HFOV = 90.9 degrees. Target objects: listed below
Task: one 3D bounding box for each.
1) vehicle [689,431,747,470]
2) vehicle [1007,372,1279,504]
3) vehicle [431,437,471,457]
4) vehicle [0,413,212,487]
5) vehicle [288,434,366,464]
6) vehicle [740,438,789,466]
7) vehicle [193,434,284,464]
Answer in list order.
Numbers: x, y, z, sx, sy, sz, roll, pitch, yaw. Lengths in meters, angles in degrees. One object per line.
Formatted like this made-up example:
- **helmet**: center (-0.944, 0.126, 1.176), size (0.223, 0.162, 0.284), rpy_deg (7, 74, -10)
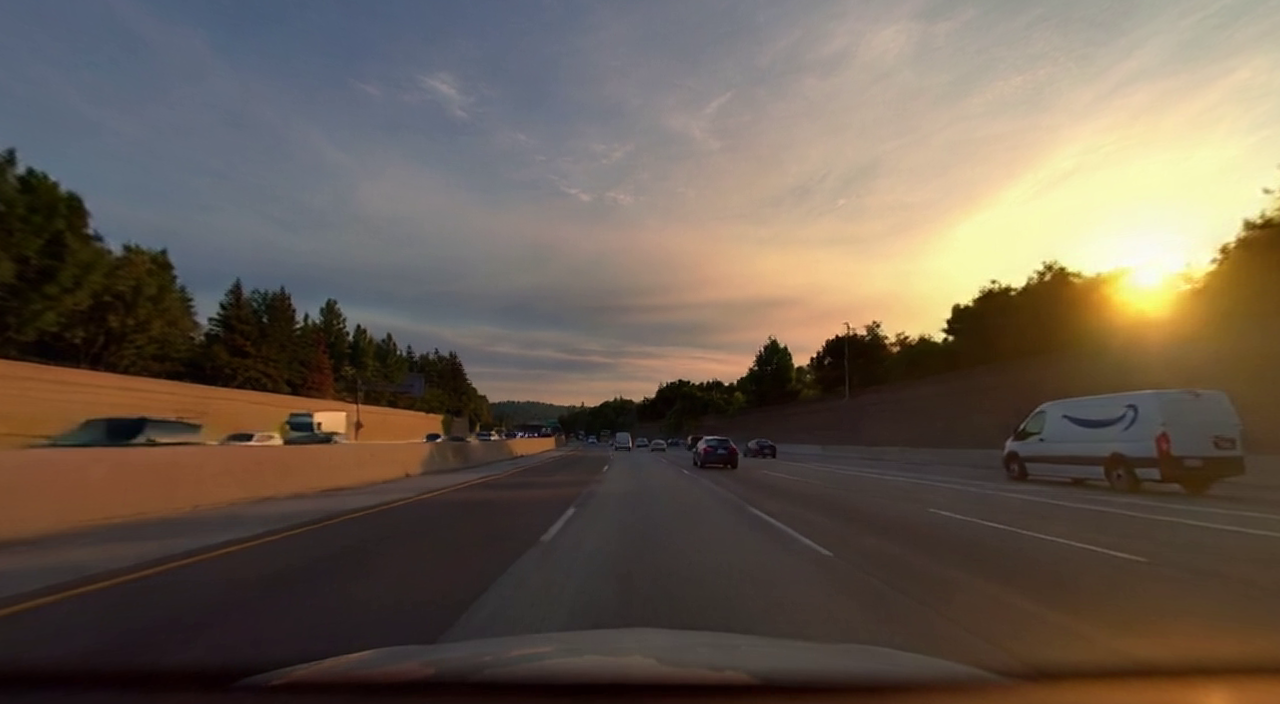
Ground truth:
- **vehicle**: center (3.731, 4.825, 30.958), size (2.141, 1.732, 4.279), rpy_deg (0, -9, -2)
- **vehicle**: center (13.171, 2.338, 16.892), size (2.274, 2.802, 6.802), rpy_deg (0, -9, -3)
- **vehicle**: center (-14.806, 7.475, 49.664), size (1.859, 1.472, 4.558), rpy_deg (0, -9, -1)
- **vehicle**: center (-13.297, 2.422, 15.661), size (2.170, 1.567, 4.506), rpy_deg (0, -9, 0)
- **vehicle**: center (-17.323, 5.393, 35.189), size (1.973, 1.505, 4.796), rpy_deg (0, -9, -1)
- **vehicle**: center (7.051, 5.716, 36.073), size (1.798, 1.473, 4.077), rpy_deg (0, -9, -2)
- **vehicle**: center (-21.691, 5.263, 34.323), size (1.883, 1.491, 4.682), rpy_deg (0, -9, -1)
